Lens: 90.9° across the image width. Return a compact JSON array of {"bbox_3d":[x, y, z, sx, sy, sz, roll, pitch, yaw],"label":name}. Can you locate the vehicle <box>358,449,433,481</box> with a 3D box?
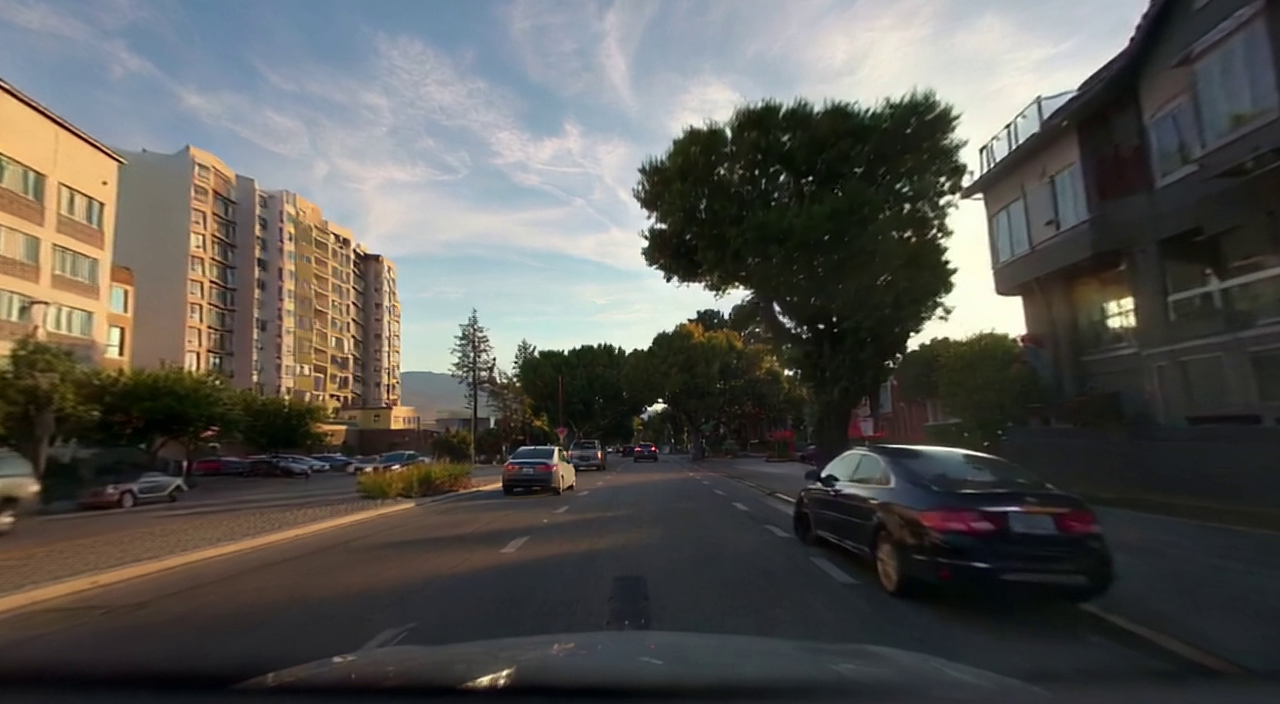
[{"bbox_3d":[-13.264,6.129,34.517,2.036,1.649,4.664,0,-9,3],"label":"vehicle"}]

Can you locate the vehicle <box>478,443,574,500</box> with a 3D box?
[{"bbox_3d":[-3.096,3.349,18.034,1.959,1.406,4.272,0,-9,0],"label":"vehicle"}]

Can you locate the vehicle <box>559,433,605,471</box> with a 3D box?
[{"bbox_3d":[-3.246,5.730,36.134,2.152,1.987,4.527,0,-9,1],"label":"vehicle"}]

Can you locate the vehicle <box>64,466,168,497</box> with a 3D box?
[{"bbox_3d":[-28.009,6.920,33.782,3.891,1.483,1.884,-1,-9,0],"label":"vehicle"}]
